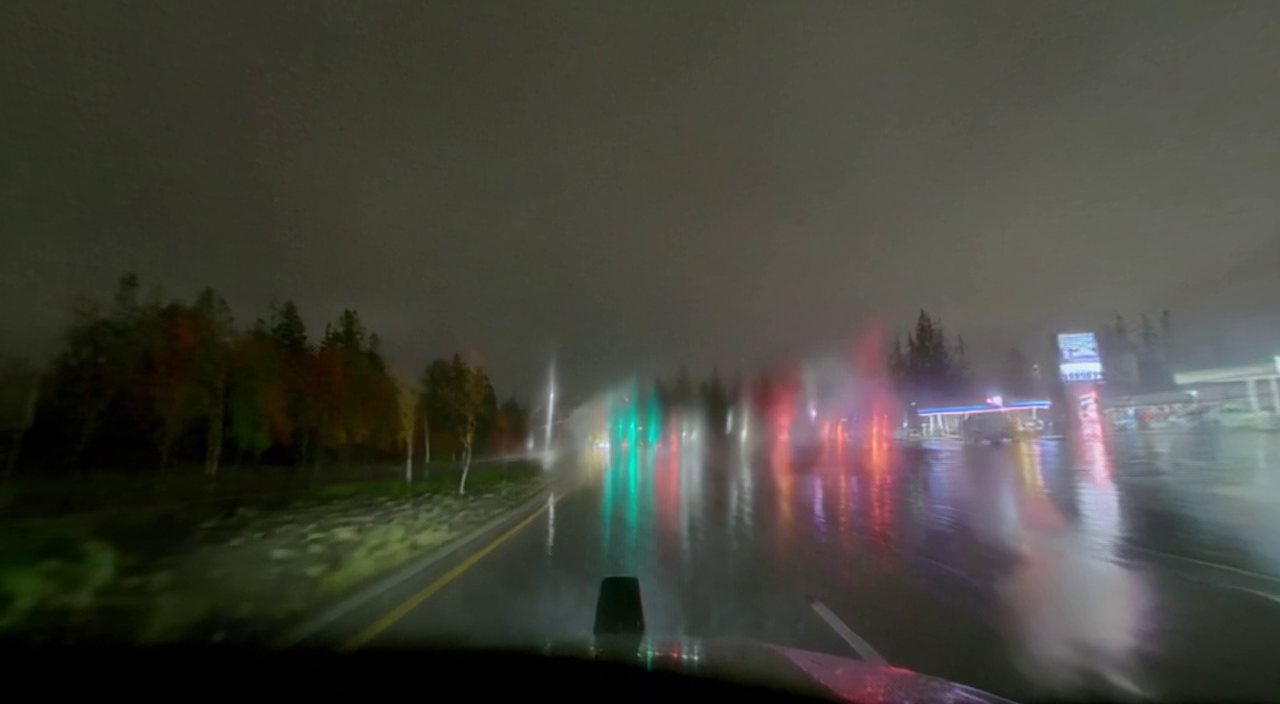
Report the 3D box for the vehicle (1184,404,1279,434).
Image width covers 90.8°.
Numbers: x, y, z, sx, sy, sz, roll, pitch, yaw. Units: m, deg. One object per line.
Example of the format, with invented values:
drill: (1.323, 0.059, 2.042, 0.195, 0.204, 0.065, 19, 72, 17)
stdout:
vehicle: (36.503, 4.171, 38.839, 1.841, 1.471, 4.498, -3, -9, -5)
